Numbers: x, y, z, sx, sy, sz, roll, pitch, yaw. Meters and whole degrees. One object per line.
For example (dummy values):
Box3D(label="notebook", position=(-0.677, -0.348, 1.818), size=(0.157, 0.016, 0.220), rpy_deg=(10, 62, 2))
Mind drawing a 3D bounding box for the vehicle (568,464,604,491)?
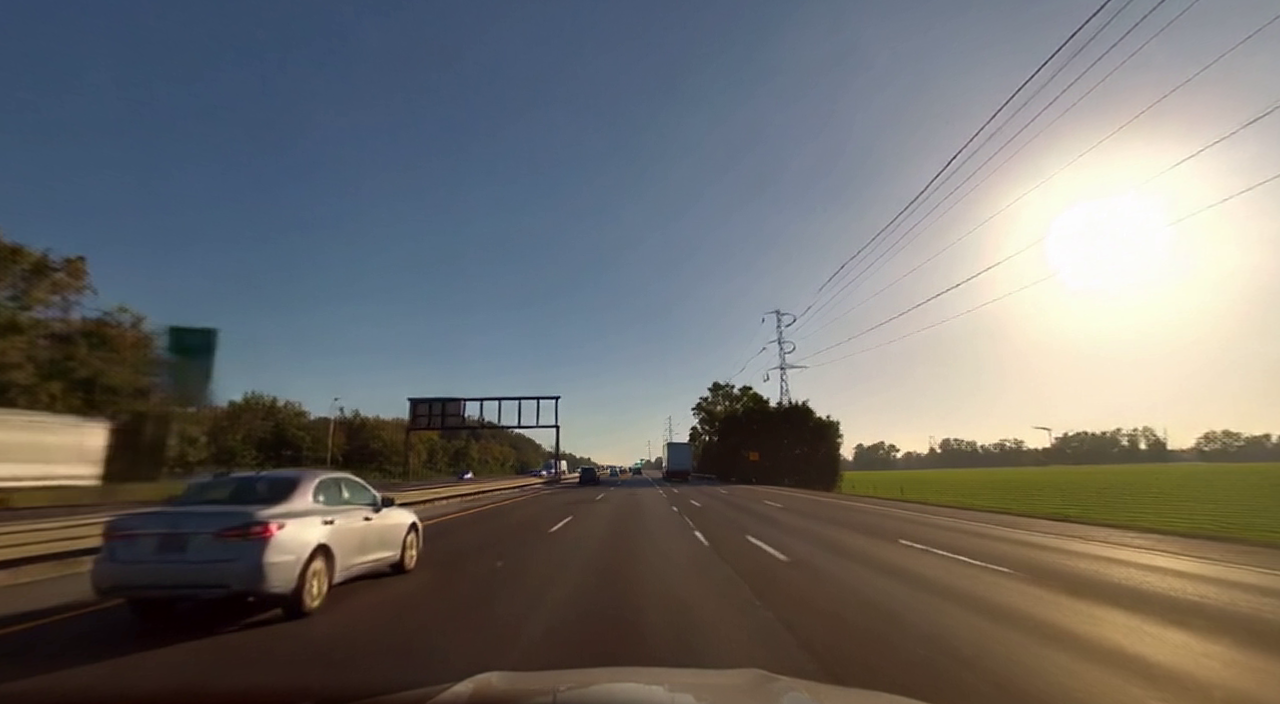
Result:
Box3D(label="vehicle", position=(-3.390, 8.012, 40.352), size=(1.942, 1.597, 3.943), rpy_deg=(1, -11, 0))

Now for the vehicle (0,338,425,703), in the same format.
Box3D(label="vehicle", position=(-3.274, 1.185, 4.291), size=(2.065, 1.722, 4.441), rpy_deg=(1, -11, -1))
